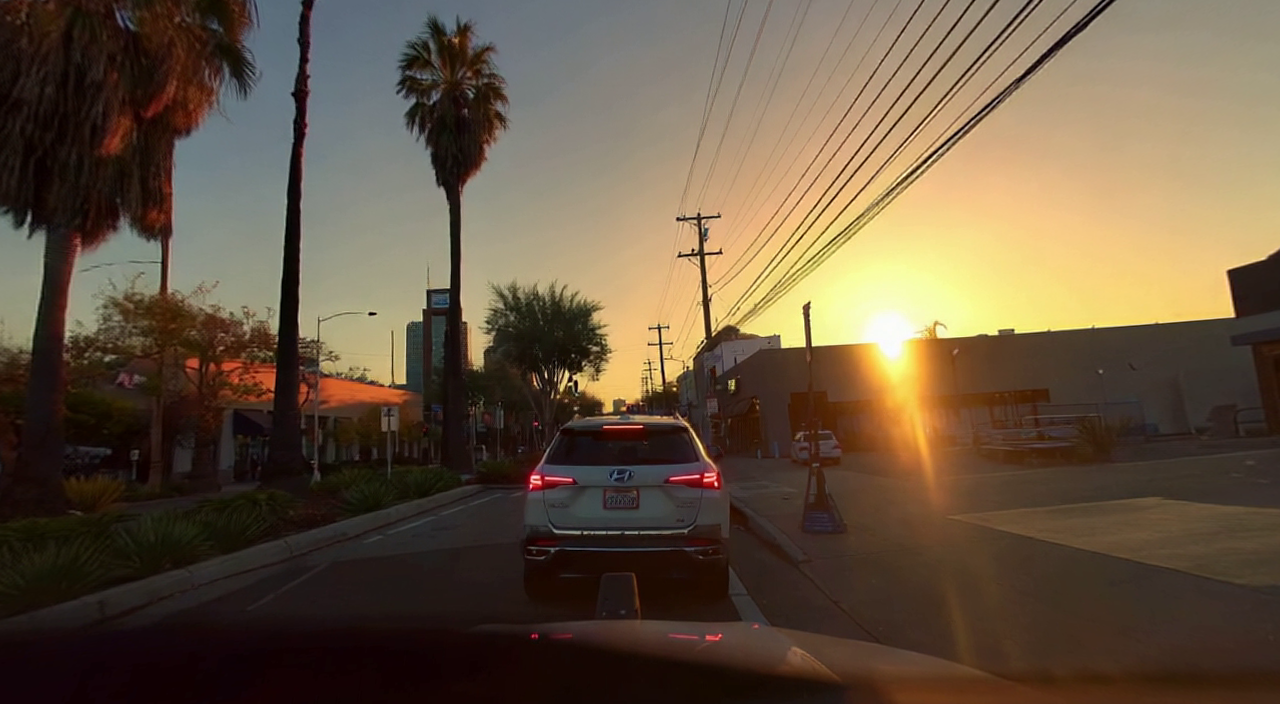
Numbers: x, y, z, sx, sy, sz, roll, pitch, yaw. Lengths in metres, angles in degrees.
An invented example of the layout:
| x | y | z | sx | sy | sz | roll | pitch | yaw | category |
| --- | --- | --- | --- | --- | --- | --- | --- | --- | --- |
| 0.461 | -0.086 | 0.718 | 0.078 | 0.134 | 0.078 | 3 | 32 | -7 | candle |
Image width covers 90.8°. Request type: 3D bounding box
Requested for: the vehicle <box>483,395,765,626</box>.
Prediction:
| x | y | z | sx | sy | sz | roll | pitch | yaw | category |
| --- | --- | --- | --- | --- | --- | --- | --- | --- | --- |
| -0.204 | 1.455 | 6.680 | 2.105 | 1.702 | 3.750 | 0 | -8 | -3 | vehicle |
